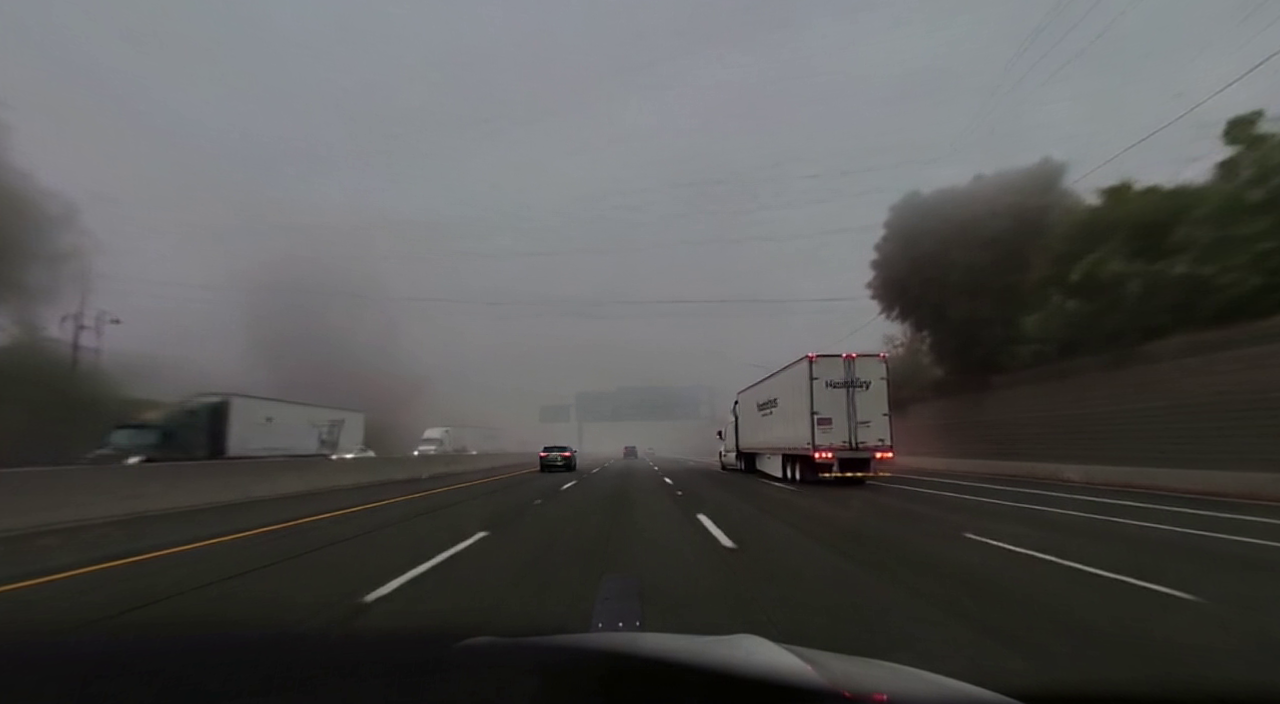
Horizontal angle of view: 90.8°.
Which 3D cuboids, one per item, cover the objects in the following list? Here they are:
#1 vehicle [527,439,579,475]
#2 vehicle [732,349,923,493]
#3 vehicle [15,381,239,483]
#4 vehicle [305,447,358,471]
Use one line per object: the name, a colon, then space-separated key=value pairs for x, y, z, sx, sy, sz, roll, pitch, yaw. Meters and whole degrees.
vehicle: x=-4.290 y=5.288 z=31.935 sx=2.027 sy=1.651 sz=4.099 roll=0 pitch=-9 yaw=0
vehicle: x=6.601 y=3.184 z=26.356 sx=2.919 sy=4.195 sz=15.833 roll=0 pitch=-9 yaw=-1
vehicle: x=-21.185 y=3.501 z=26.989 sx=3.026 sy=3.740 sz=7.644 roll=0 pitch=-9 yaw=0
vehicle: x=-17.918 y=6.190 z=36.827 sx=1.449 sy=1.325 sz=3.238 roll=0 pitch=-9 yaw=0
